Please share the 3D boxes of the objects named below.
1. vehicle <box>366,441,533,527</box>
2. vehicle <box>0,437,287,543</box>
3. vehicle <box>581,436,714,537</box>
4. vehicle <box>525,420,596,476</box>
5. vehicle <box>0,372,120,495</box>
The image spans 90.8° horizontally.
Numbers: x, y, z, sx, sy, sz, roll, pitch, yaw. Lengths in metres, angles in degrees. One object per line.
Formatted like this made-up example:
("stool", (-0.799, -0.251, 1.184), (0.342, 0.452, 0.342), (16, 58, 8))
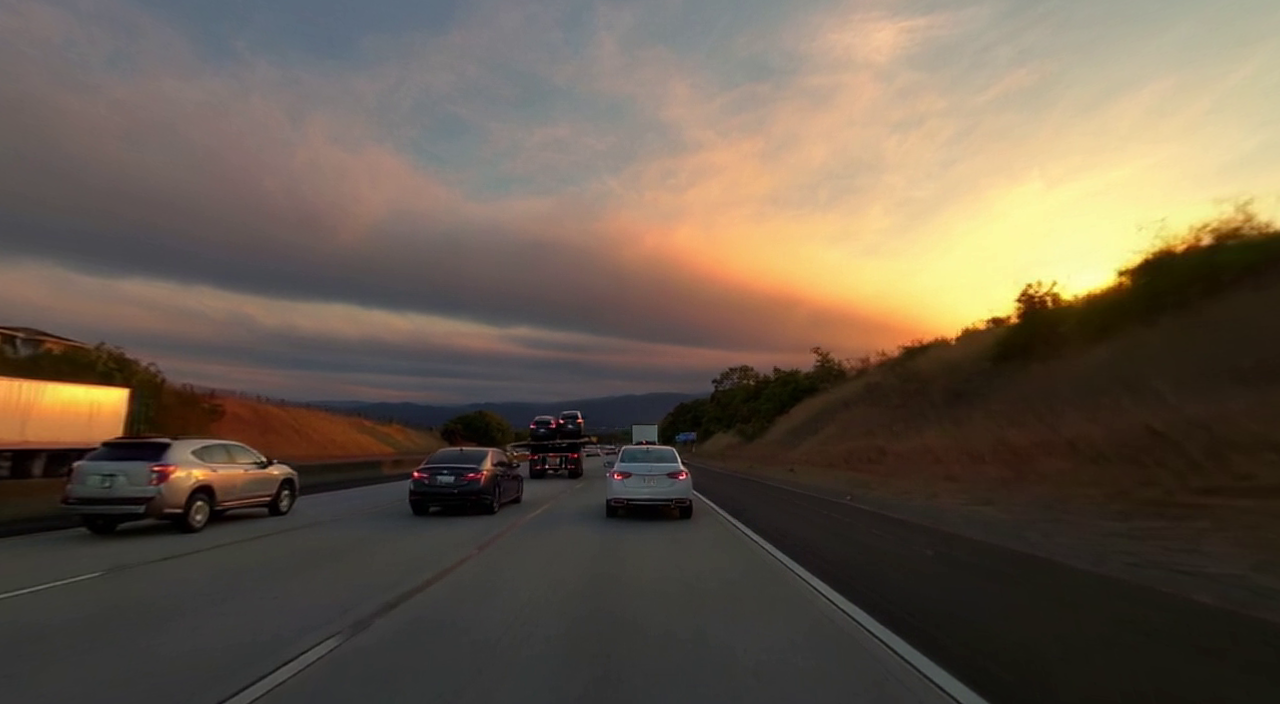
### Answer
("vehicle", (-3.672, 2.624, 13.160), (1.947, 1.470, 4.526), (0, -9, 2))
("vehicle", (-8.364, 2.310, 11.169), (1.888, 1.507, 3.949), (0, -9, 0))
("vehicle", (0.122, 2.302, 11.287), (1.991, 1.507, 3.391), (0, -9, 0))
("vehicle", (-2.454, 3.101, 20.319), (2.031, 1.594, 4.103), (1, -9, -5))
("vehicle", (-22.947, 2.346, 18.683), (2.891, 4.067, 14.222), (0, -9, 1))
